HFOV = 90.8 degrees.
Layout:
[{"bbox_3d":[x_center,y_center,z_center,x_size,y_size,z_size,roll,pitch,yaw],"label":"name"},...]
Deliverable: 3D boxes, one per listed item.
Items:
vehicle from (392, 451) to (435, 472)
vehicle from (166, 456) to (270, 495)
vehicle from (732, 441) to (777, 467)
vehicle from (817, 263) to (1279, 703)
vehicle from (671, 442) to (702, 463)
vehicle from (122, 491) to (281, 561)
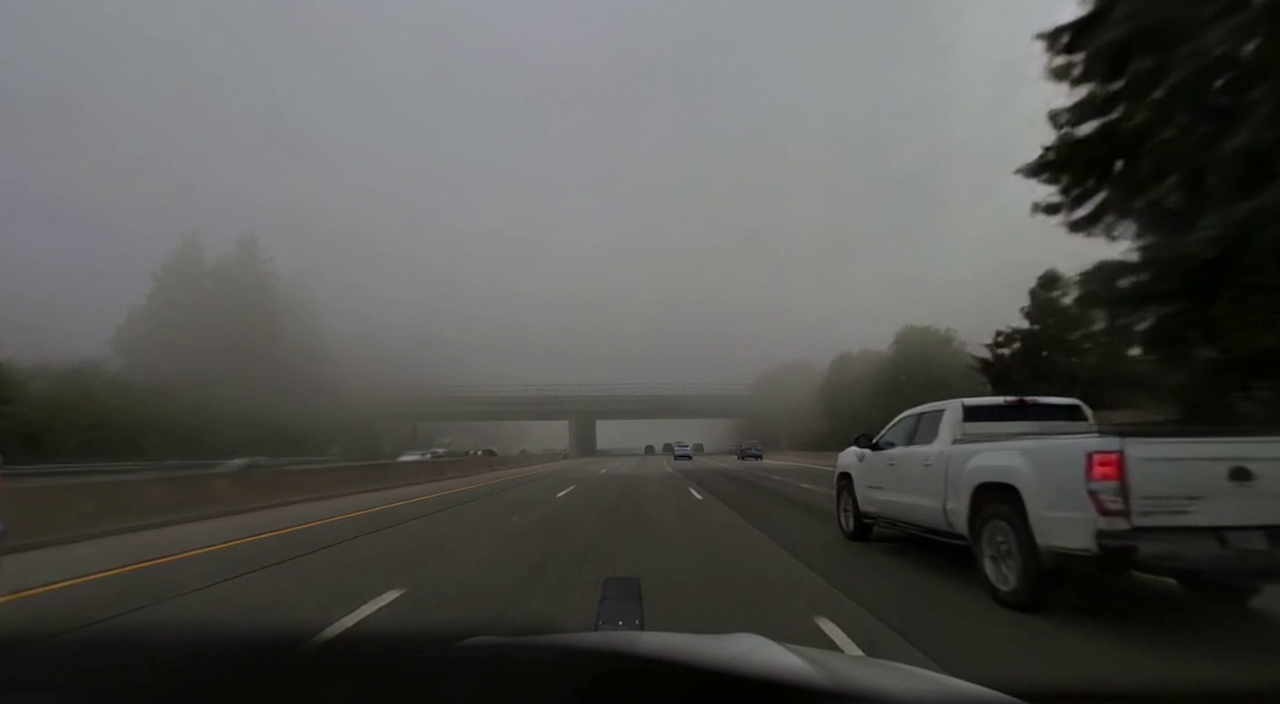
[{"bbox_3d":[-17.464,8.428,48.879,1.851,1.546,3.900,0,-9,1],"label":"vehicle"},{"bbox_3d":[-18.243,5.329,27.564,1.806,1.536,3.839,0,-9,1],"label":"vehicle"},{"bbox_3d":[7.134,6.397,39.649,1.989,1.529,4.375,0,-9,0],"label":"vehicle"},{"bbox_3d":[3.728,1.090,5.346,2.693,2.044,5.882,0,-9,-1],"label":"vehicle"},{"bbox_3d":[3.430,7.543,47.390,1.981,1.471,4.342,0,-9,1],"label":"vehicle"},{"bbox_3d":[-13.582,5.371,20.003,1.851,1.460,4.715,-2,-8,-3],"label":"vehicle"}]
